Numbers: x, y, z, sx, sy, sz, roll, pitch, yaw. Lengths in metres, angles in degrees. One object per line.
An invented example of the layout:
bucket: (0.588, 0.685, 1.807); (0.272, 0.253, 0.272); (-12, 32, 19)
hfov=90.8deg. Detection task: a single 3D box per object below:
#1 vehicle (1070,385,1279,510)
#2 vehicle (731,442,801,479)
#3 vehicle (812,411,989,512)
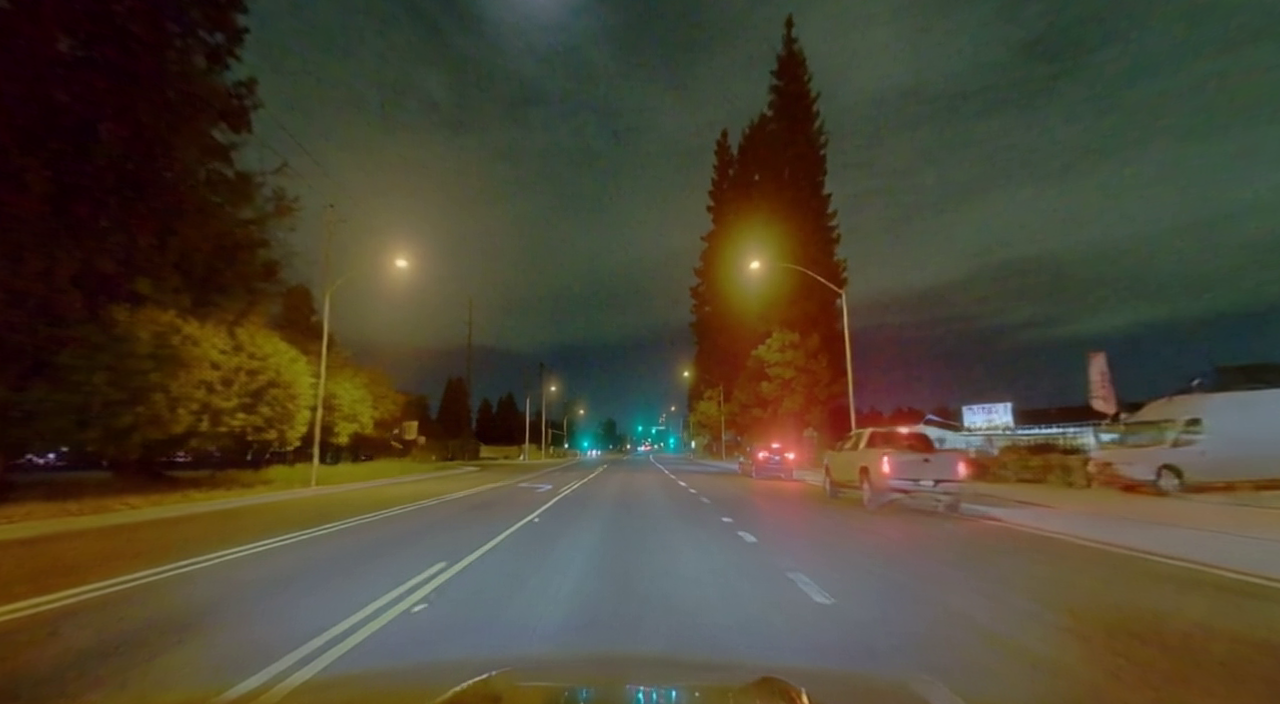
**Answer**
vehicle: (15.767, 2.443, 16.448); (6.969, 2.929, 2.793); (0, -8, 0)
vehicle: (5.978, 5.225, 30.618); (2.282, 1.566, 4.705); (-1, -9, -1)
vehicle: (6.360, 2.775, 16.440); (2.275, 2.132, 5.726); (0, -8, 2)
